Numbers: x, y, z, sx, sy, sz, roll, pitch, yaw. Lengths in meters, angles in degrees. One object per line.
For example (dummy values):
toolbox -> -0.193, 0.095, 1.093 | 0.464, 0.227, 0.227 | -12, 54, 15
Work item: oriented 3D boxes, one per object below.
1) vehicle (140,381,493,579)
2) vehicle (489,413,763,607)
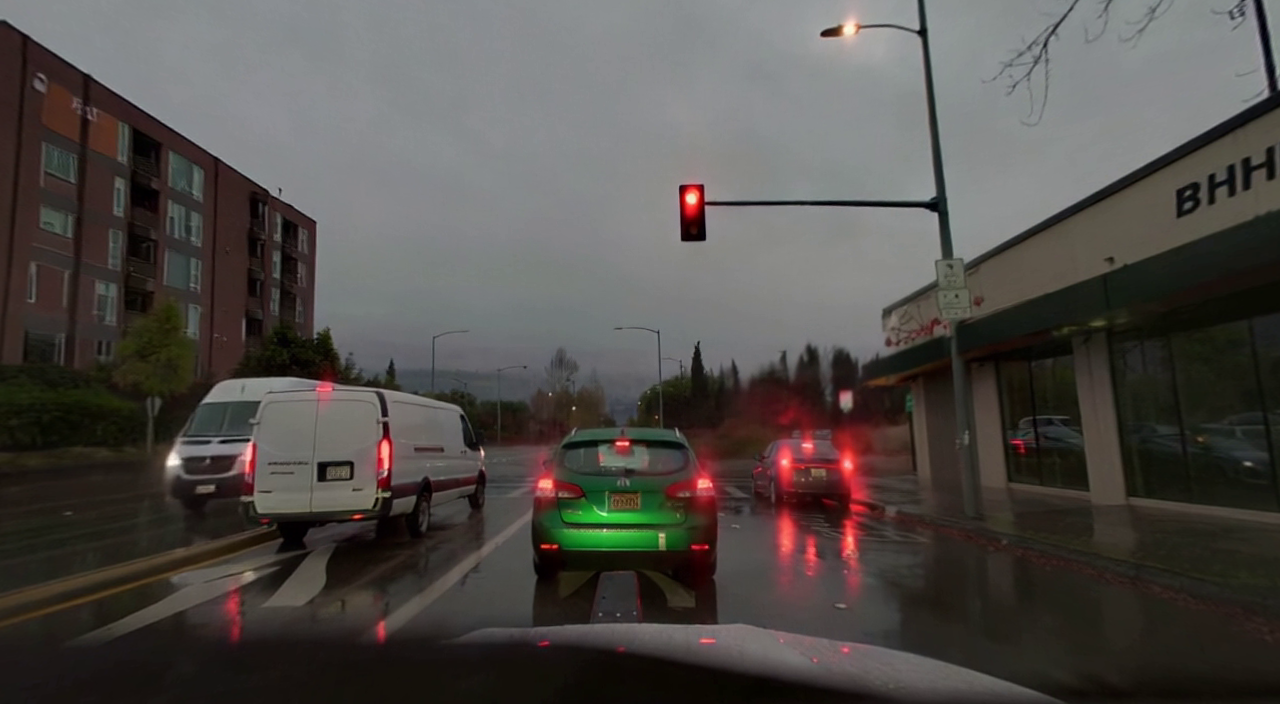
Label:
vehicle -> -3.583, 1.515, 8.409 | 2.076, 1.820, 5.100 | 0, -8, -1
vehicle -> -0.112, 1.462, 6.780 | 2.064, 1.452, 3.942 | 0, -8, 0
